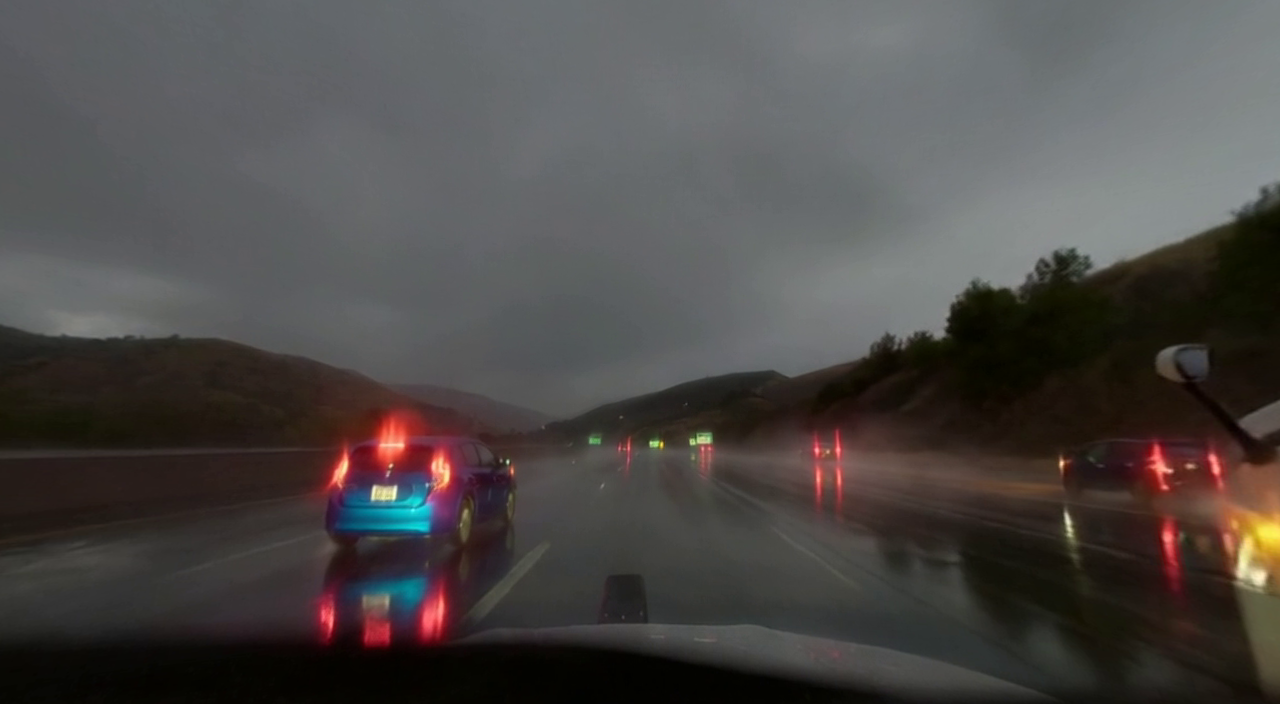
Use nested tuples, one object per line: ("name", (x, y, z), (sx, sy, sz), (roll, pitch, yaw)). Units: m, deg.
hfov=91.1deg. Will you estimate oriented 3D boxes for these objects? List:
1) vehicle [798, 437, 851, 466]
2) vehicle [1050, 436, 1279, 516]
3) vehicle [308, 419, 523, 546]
("vehicle", (11.963, 6.486, 40.984), (2.062, 1.736, 4.589), (0, -8, 0))
("vehicle", (11.568, 2.607, 13.791), (1.982, 1.443, 4.635), (0, -8, 0))
("vehicle", (-3.270, 1.977, 10.116), (1.967, 1.615, 3.886), (0, -8, 1))
